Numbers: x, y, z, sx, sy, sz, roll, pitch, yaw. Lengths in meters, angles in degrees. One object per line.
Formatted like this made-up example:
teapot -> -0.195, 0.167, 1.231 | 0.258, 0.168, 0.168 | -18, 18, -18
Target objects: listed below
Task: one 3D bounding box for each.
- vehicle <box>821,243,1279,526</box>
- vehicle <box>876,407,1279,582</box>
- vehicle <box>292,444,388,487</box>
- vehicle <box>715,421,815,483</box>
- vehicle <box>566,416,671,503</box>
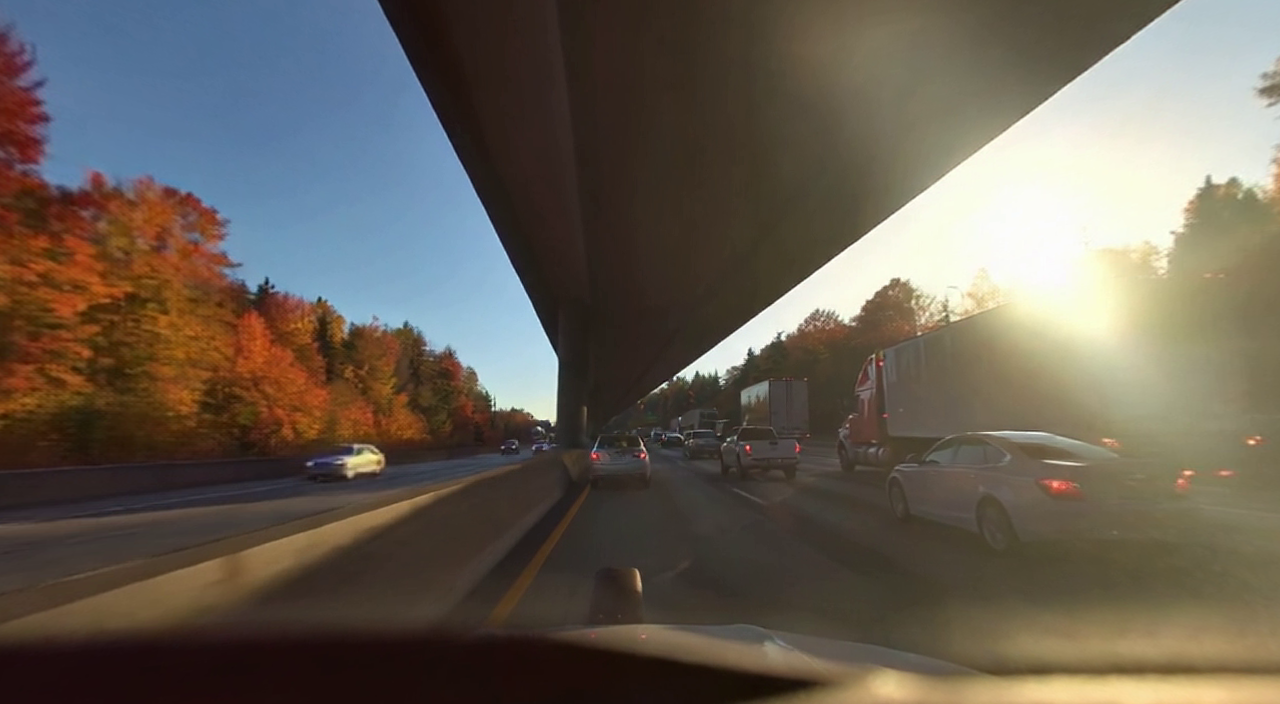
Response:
vehicle -> 8.357, 1.354, 16.125 | 2.908, 4.099, 14.103 | 0, -8, -1
vehicle -> 4.707, 1.530, 7.625 | 2.040, 1.523, 4.068 | 0, -8, -1
vehicle -> -11.635, 4.401, 24.720 | 1.874, 1.504, 3.847 | 0, -8, 0
vehicle -> 3.675, 3.012, 19.278 | 2.147, 1.707, 3.963 | 0, -8, -2
vehicle -> -0.459, 2.446, 14.835 | 2.087, 1.709, 4.455 | 0, -8, -1
